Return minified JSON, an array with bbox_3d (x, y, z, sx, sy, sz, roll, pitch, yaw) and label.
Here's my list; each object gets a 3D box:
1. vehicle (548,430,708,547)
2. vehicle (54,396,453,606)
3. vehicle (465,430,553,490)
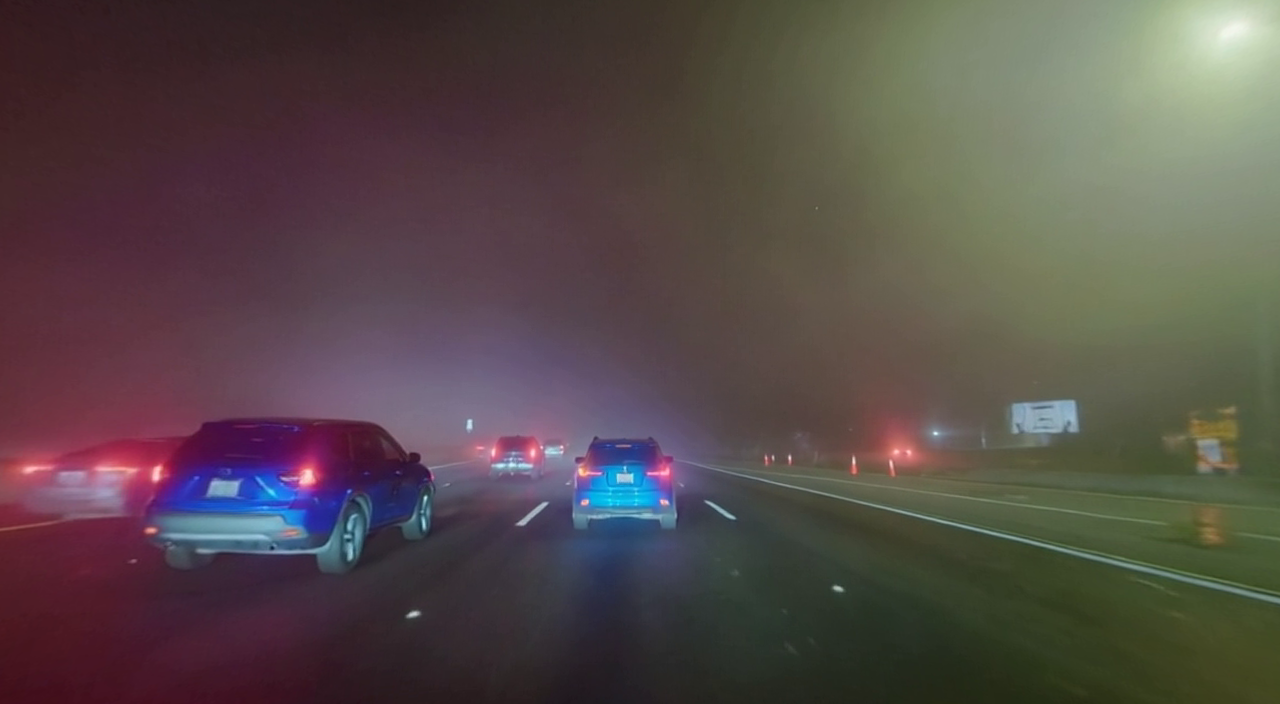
[{"bbox_3d":[-0.217,2.067,10.219,2.069,1.484,3.982,0,-9,-2],"label":"vehicle"},{"bbox_3d":[-3.785,1.520,7.293,2.025,1.708,4.089,0,-9,-1],"label":"vehicle"},{"bbox_3d":[-4.061,3.418,20.258,1.982,1.727,4.057,0,-9,-1],"label":"vehicle"}]
